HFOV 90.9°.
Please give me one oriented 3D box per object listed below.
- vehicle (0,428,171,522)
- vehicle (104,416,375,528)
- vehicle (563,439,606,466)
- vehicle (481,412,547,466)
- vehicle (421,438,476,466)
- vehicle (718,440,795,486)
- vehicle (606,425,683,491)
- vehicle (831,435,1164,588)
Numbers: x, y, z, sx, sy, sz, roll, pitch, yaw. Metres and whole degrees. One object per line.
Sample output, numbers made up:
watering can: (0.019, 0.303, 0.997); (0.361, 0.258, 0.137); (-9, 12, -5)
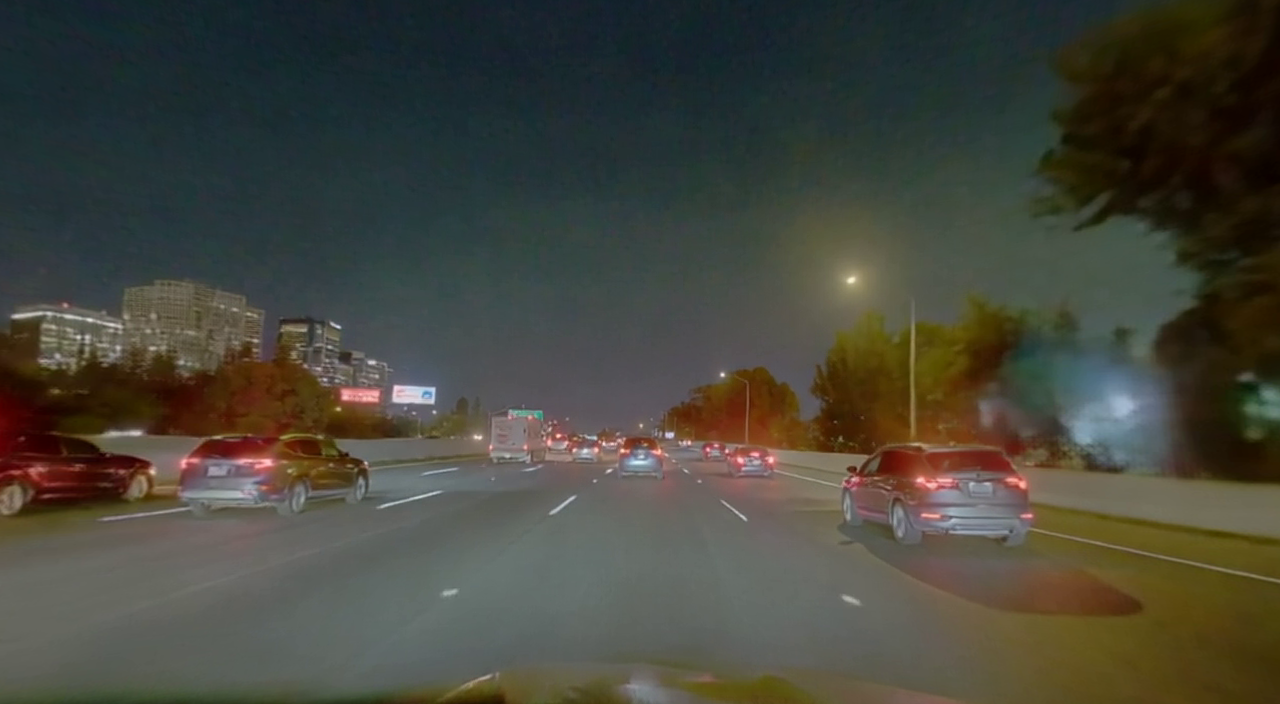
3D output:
vehicle: (-10.834, 2.034, 10.835); (1.970, 1.441, 4.555); (1, -8, 1)
vehicle: (-6.949, 2.103, 11.703); (2.021, 1.632, 4.417); (1, -8, 1)
vehicle: (-3.240, 5.993, 37.912); (2.079, 1.499, 4.512); (1, -8, 1)
vehicle: (-7.168, 5.082, 36.876); (2.358, 2.817, 7.055); (1, -8, 0)
vehicle: (-10.977, 5.707, 36.399); (1.923, 1.480, 3.905); (1, -8, 1)
vehicle: (4.193, 4.047, 23.481); (1.942, 1.487, 4.518); (1, -8, -1)
vehicle: (0.162, 3.385, 20.656); (2.209, 1.863, 4.626); (1, -8, 1)
vehicle: (4.280, 1.912, 8.644); (1.915, 1.482, 4.537); (1, -8, 0)
